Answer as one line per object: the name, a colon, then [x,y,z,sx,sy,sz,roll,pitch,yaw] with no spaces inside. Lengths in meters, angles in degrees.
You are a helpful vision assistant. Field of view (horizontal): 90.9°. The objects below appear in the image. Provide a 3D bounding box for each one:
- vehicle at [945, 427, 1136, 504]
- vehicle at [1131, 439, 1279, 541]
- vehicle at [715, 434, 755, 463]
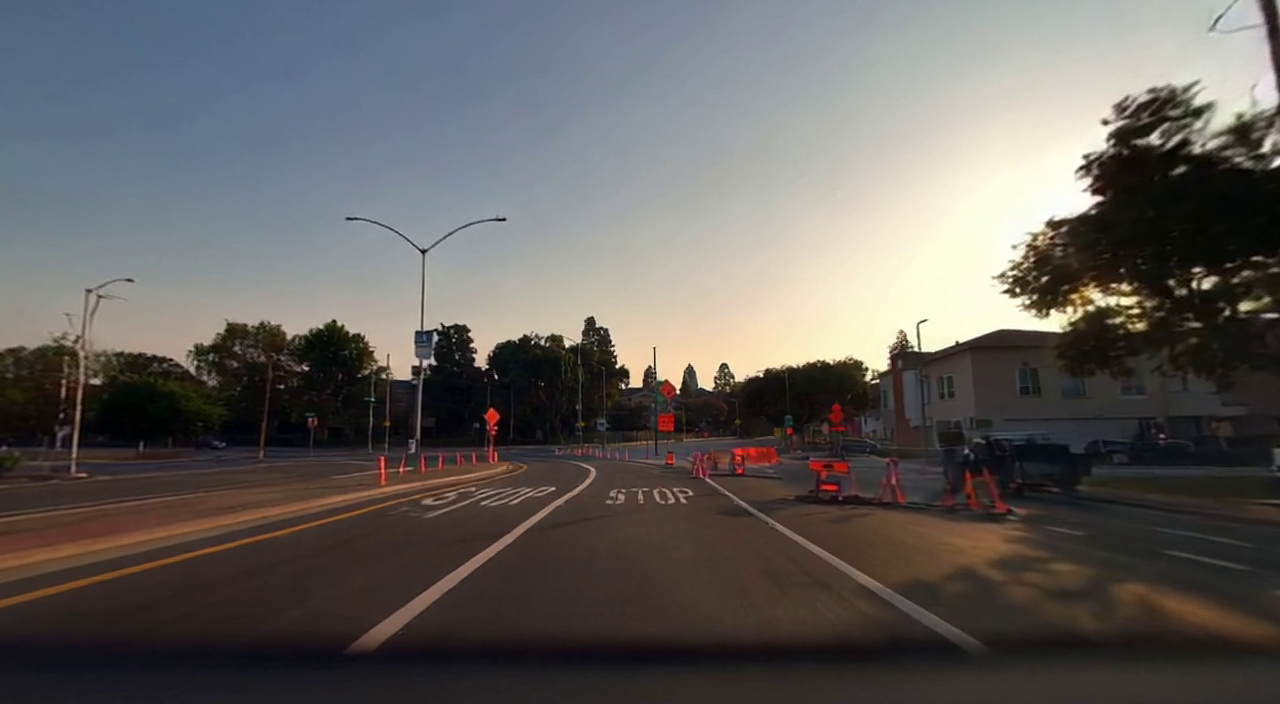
vehicle: [10.471,3.005,17.092,1.961,1.754,4.889,0,-9,0]
vehicle: [10.361,2.073,9.595,2.000,1.487,4.548,0,-9,-2]
vehicle: [6.182,6.337,41.567,2.150,1.779,4.423,-1,-9,3]
